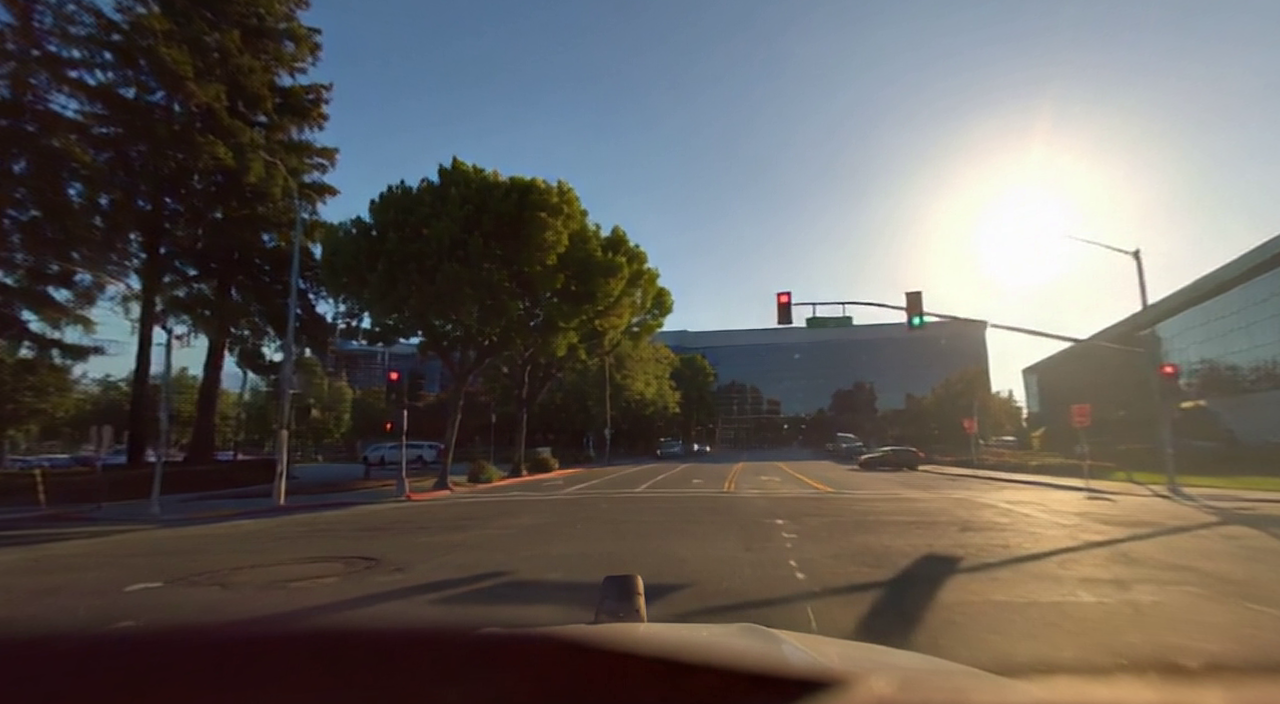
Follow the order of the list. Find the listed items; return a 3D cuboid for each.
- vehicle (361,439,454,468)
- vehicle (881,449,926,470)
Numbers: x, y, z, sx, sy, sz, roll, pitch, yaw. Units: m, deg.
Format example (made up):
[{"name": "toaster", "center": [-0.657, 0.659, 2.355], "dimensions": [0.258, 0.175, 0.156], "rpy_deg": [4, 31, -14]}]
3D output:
[{"name": "vehicle", "center": [-13.653, 5.984, 37.244], "dimensions": [4.765, 1.593, 1.891], "rpy_deg": [-1, -9, 5]}, {"name": "vehicle", "center": [19.659, 8.003, 47.262], "dimensions": [1.893, 1.454, 4.483], "rpy_deg": [-2, -9, 7]}]
